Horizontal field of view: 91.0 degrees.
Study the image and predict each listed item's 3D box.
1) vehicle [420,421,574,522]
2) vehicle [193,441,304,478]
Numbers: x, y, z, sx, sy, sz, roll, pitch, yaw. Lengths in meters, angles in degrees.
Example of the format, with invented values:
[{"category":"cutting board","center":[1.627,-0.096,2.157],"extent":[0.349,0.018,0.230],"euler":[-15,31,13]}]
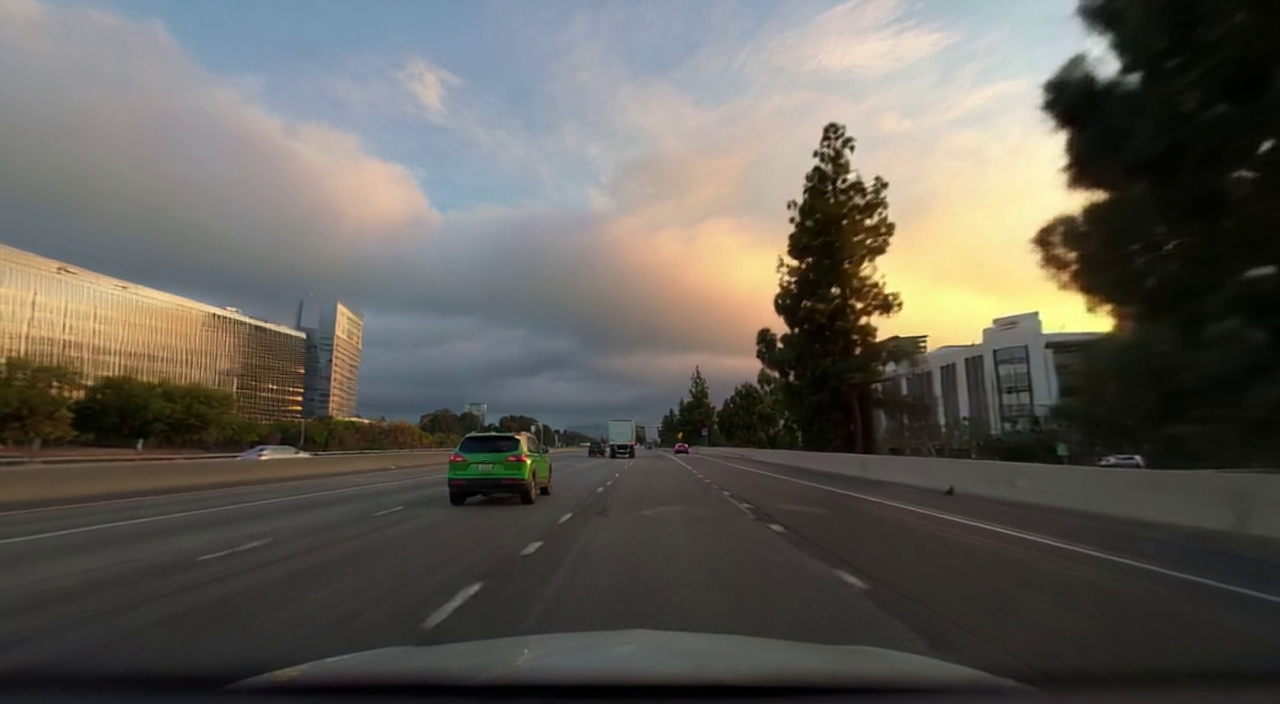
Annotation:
[{"category":"vehicle","center":[-2.752,2.449,13.346],"extent":[2.111,1.742,4.315],"euler":[0,-9,2]},{"category":"vehicle","center":[-17.546,4.842,28.540],"extent":[1.965,1.503,4.579],"euler":[1,-9,1]}]
